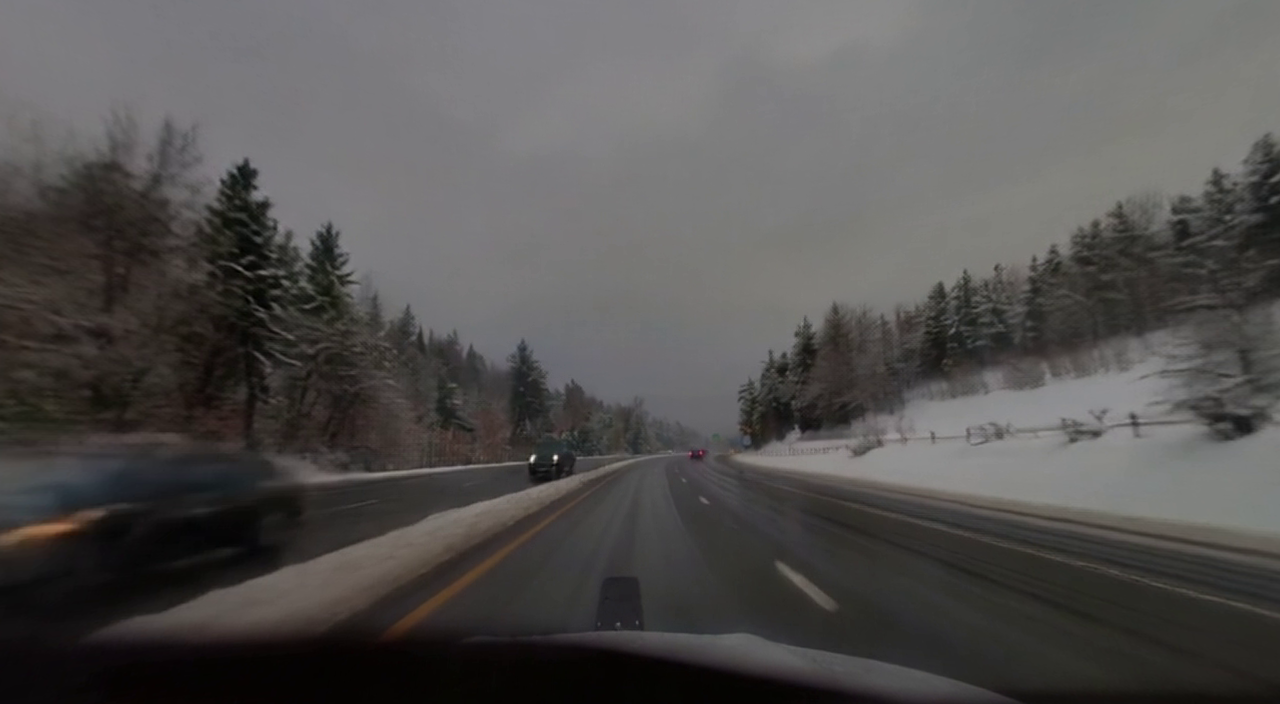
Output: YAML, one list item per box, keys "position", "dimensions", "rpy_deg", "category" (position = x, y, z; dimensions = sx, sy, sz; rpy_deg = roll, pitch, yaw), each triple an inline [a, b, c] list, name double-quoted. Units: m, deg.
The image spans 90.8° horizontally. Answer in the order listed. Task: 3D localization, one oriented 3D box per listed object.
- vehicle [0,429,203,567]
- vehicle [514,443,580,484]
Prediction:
- position: [-9.079, 2.020, 9.162]
  dimensions: [2.154, 1.715, 4.579]
  rpy_deg: [0, -9, 0]
  category: "vehicle"
- position: [-4.923, 6.004, 34.471]
  dimensions: [2.533, 2.001, 5.922]
  rpy_deg: [-1, -9, 2]
  category: "vehicle"
